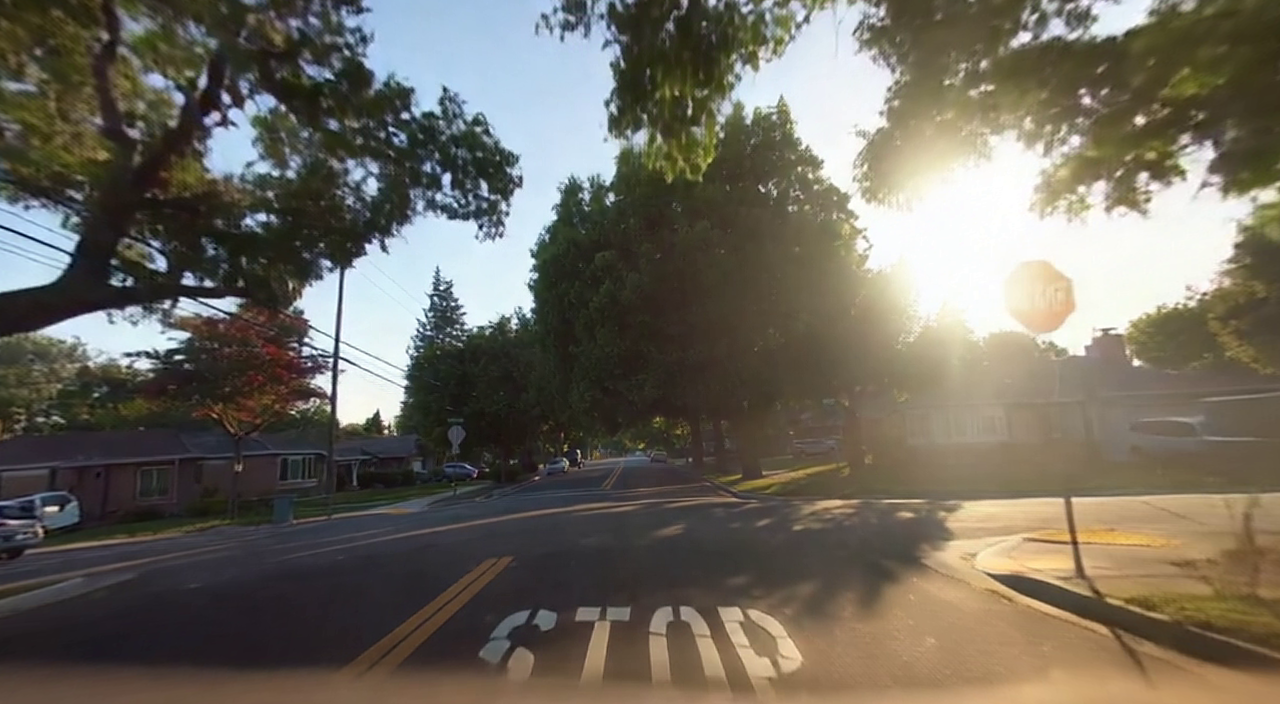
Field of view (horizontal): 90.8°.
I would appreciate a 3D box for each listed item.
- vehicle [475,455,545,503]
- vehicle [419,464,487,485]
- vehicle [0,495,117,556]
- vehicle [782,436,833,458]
[{"bbox_3d":[-6.166,6.028,30.473,2.149,1.823,4.613,-7,-9,1],"label":"vehicle"},{"bbox_3d":[-14.099,9.240,47.677,4.601,1.486,1.876,-3,-9,13],"label":"vehicle"},{"bbox_3d":[-23.551,6.628,24.396,5.429,1.919,2.159,-3,-9,14],"label":"vehicle"},{"bbox_3d":[12.415,7.085,46.919,3.563,1.551,1.916,-2,-8,12],"label":"vehicle"}]
